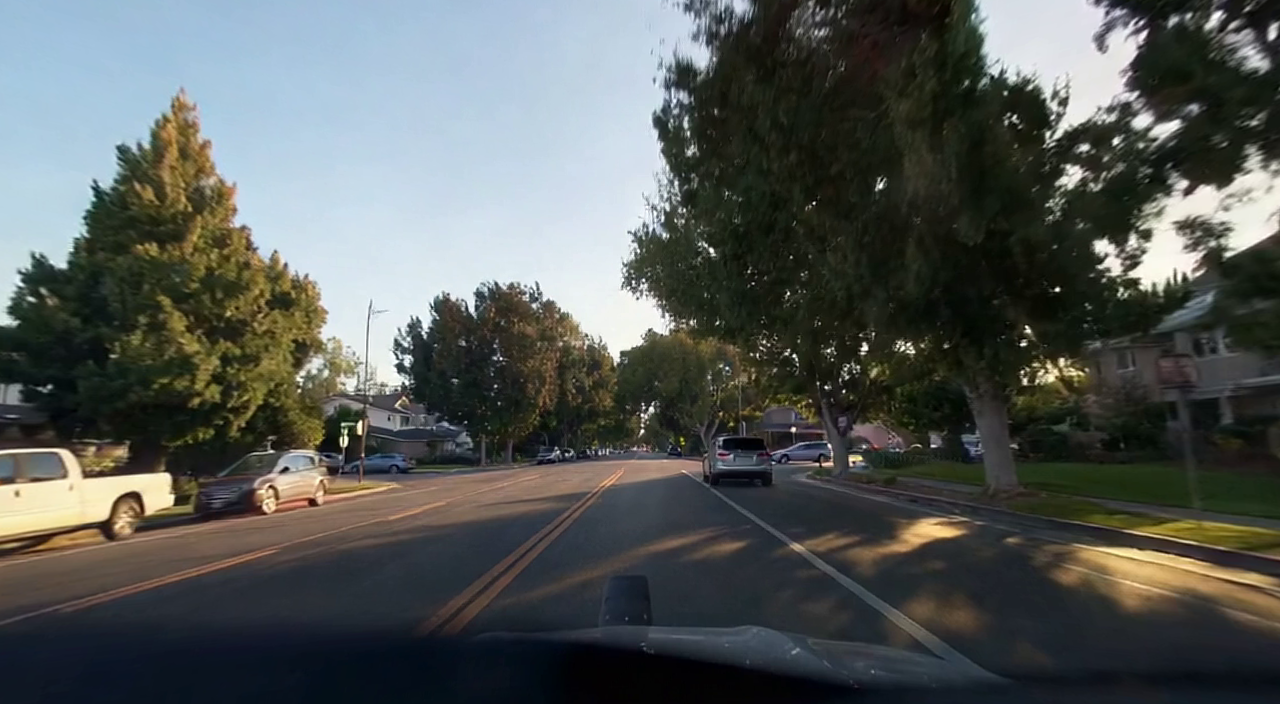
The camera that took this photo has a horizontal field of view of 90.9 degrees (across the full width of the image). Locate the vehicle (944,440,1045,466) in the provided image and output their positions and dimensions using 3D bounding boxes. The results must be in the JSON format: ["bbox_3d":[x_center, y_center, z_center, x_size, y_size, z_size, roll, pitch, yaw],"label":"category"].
[{"bbox_3d":[22.019,6.295,39.282,5.051,1.527,1.968,0,-10,2],"label":"vehicle"}]

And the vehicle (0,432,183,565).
[{"bbox_3d":[-10.440,2.299,9.957,2.386,1.899,5.278,-3,-9,1],"label":"vehicle"}]

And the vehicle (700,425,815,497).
[{"bbox_3d":[3.426,3.350,19.804,2.497,1.889,5.833,0,-8,0],"label":"vehicle"}]

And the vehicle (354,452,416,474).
[{"bbox_3d":[-19.821,8.623,49.047,3.986,1.665,1.888,-1,-8,2],"label":"vehicle"}]

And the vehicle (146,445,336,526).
[{"bbox_3d":[-10.469,3.467,17.096,2.037,1.790,4.676,-2,-9,1],"label":"vehicle"}]

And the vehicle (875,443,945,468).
[{"bbox_3d":[16.733,6.410,39.126,3.467,1.520,1.801,0,-8,0],"label":"vehicle"}]
